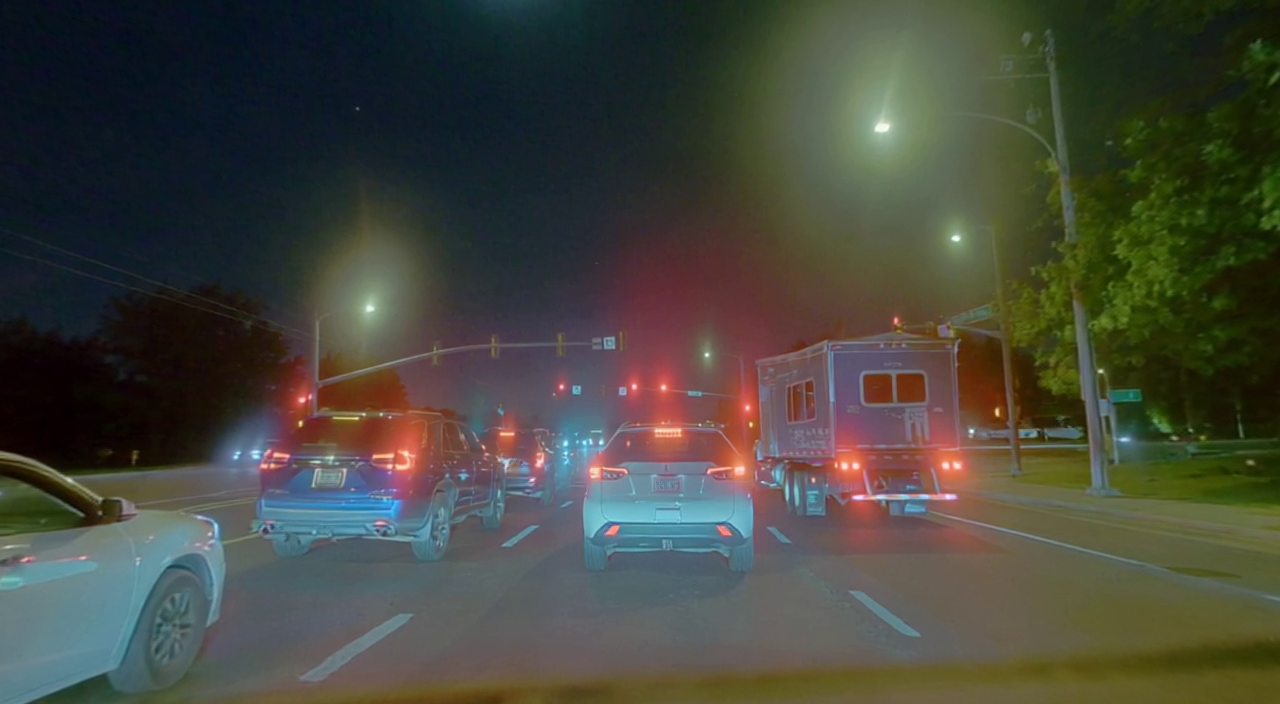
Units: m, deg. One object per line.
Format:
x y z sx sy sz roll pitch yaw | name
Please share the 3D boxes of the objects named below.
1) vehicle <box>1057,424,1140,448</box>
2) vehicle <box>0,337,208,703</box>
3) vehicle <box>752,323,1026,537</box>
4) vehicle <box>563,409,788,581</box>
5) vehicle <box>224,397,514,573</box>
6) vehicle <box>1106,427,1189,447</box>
33.165 6.134 45.881 4.671 1.595 1.824 -6 -10 31 | vehicle
-3.432 0.676 1.477 1.952 1.730 4.116 0 -9 -1 | vehicle
3.691 1.403 11.016 2.531 2.750 5.595 0 -9 1 | vehicle
0.358 1.711 8.320 2.189 1.649 4.171 0 -9 0 | vehicle
-3.267 1.714 8.850 2.085 1.812 4.388 0 -9 0 | vehicle
37.825 6.389 47.210 4.553 1.434 1.650 -5 -10 29 | vehicle
